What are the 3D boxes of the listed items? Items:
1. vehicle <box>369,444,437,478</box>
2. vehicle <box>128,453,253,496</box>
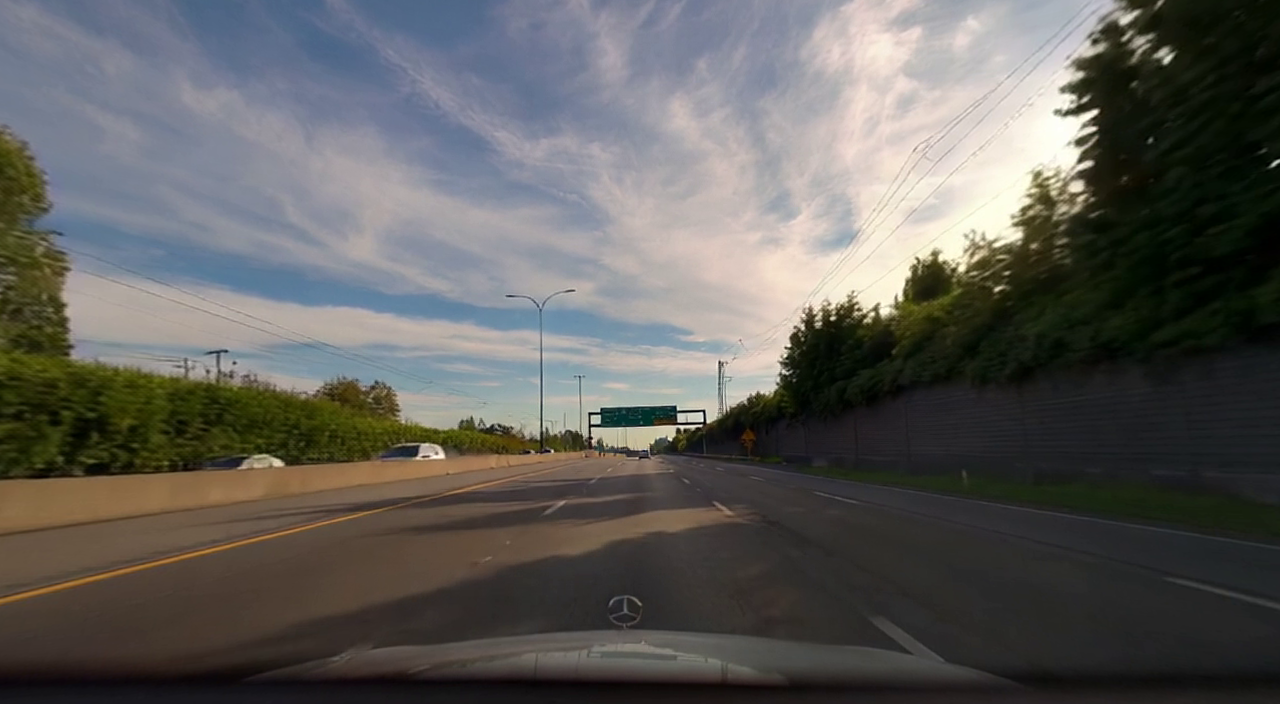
[{"bbox_3d":[-12.668,5.843,34.021,1.927,1.652,4.319,0,-9,1],"label":"vehicle"},{"bbox_3d":[-16.945,4.607,24.051,1.843,1.462,3.906,0,-9,0],"label":"vehicle"}]
